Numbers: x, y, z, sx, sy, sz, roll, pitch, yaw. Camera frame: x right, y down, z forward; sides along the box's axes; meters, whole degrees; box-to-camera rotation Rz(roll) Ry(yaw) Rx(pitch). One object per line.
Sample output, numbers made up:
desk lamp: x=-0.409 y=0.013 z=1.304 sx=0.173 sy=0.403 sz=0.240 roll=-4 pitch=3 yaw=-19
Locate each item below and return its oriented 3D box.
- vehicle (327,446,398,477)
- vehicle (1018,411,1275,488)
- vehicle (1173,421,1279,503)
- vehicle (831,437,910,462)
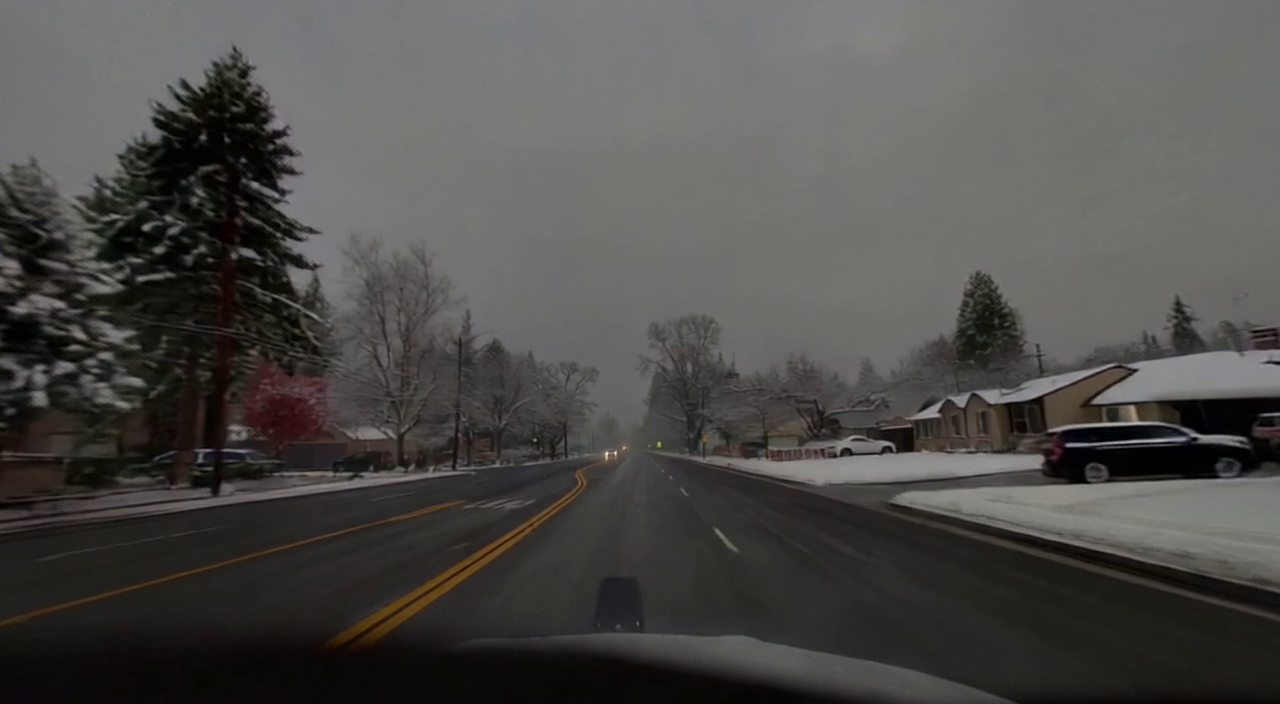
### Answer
vehicle: x=-18.129 y=7.140 z=41.605 sx=2.161 sy=1.873 sz=5.514 roll=0 pitch=-9 yaw=1
vehicle: x=13.382 y=2.642 z=17.029 sx=4.912 sy=1.895 sz=2.047 roll=-1 pitch=-9 yaw=6
vehicle: x=15.149 y=2.216 z=13.830 sx=4.752 sy=1.497 sz=2.107 roll=-7 pitch=-9 yaw=5
vehicle: x=15.586 y=6.608 z=42.916 sx=4.548 sy=1.535 sz=1.882 roll=-2 pitch=-9 yaw=2
